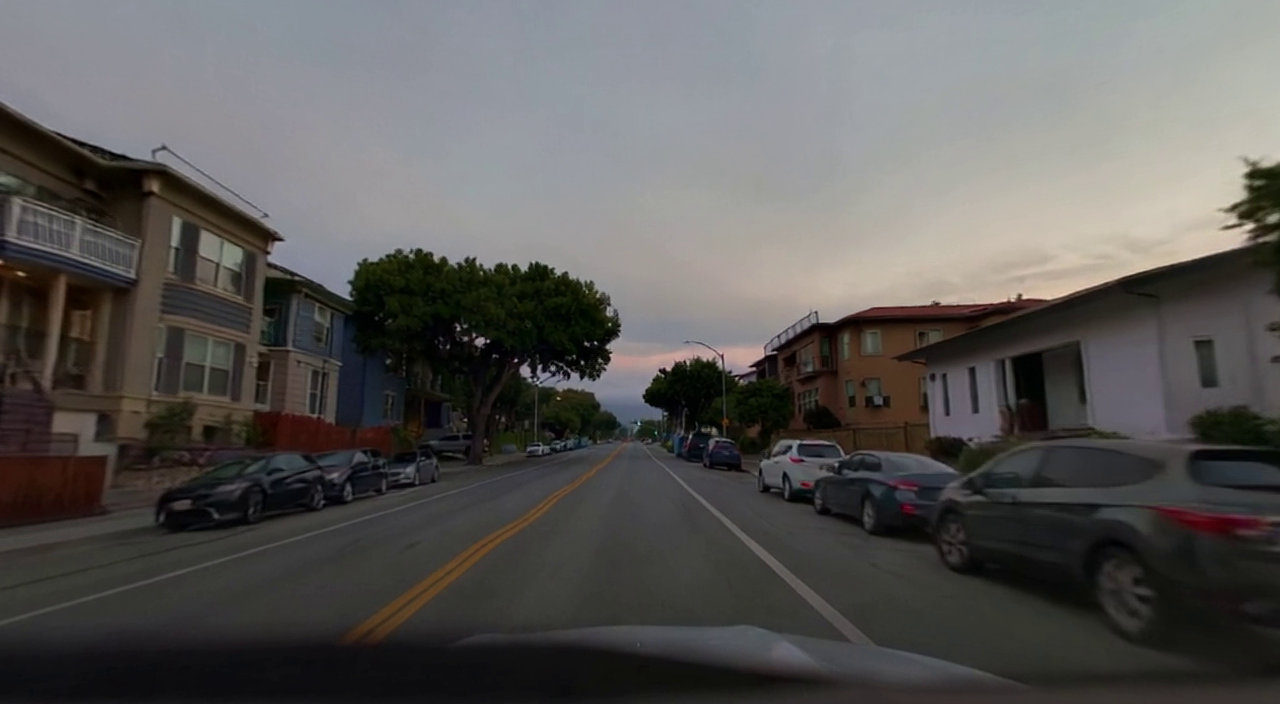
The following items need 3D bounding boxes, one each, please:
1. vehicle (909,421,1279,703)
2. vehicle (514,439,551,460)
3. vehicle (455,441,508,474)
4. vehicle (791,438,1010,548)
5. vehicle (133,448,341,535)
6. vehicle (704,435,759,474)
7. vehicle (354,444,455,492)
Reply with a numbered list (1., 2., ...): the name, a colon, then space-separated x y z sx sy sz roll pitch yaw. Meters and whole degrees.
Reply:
1. vehicle: 4.178 1.465 5.533 1.845 1.556 3.929 0 -9 -1
2. vehicle: -8.324 7.599 49.220 1.981 1.505 4.359 -1 -9 2
3. vehicle: -8.233 5.483 33.068 1.883 1.565 3.655 -2 -8 -1
4. vehicle: 4.075 2.244 10.806 1.748 1.471 4.305 0 -9 -3
5. vehicle: -8.098 2.786 13.239 1.852 1.482 3.916 -1 -9 -2
6. vehicle: 4.185 4.771 29.579 1.889 1.703 4.253 0 -9 -1
7. vehicle: -8.211 4.056 22.472 1.875 1.498 4.395 -1 -8 0
